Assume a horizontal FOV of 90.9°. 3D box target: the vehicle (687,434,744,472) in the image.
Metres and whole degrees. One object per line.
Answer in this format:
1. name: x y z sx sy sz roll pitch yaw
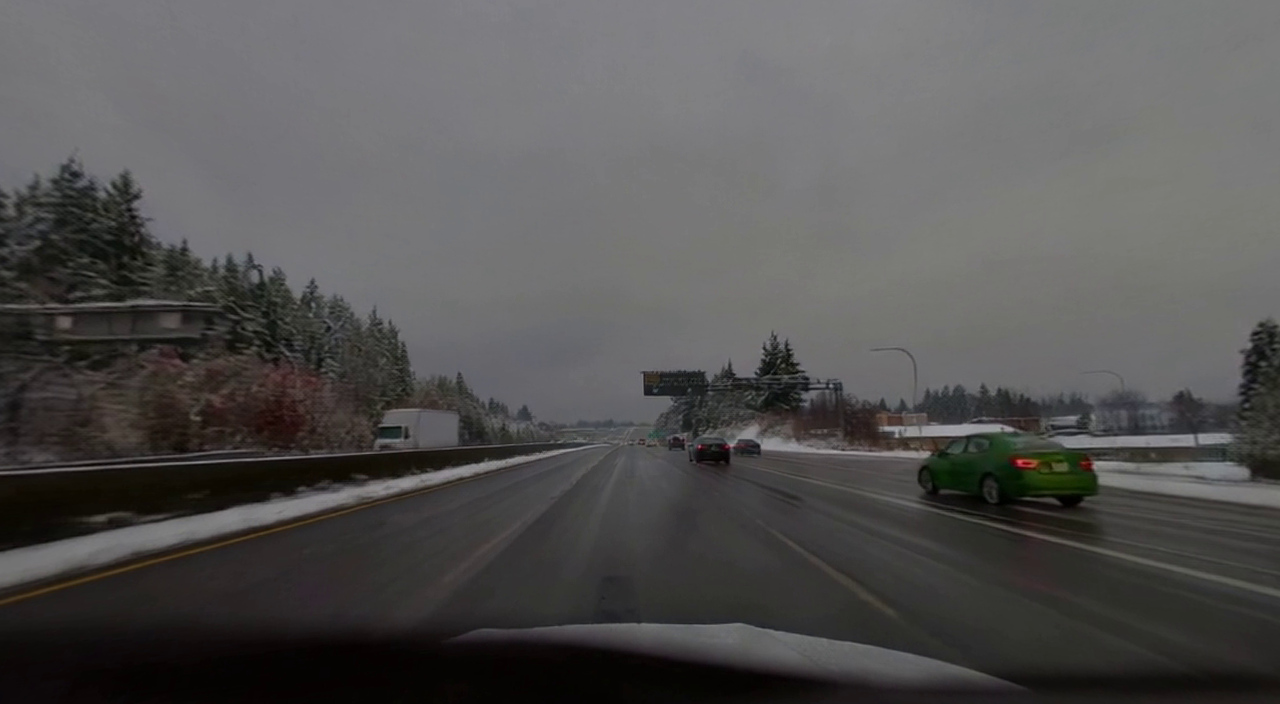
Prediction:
1. vehicle: 3.180 4.311 27.219 1.819 1.468 3.770 0 -8 -2

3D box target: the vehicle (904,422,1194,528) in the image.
1. vehicle: 7.050 2.129 11.749 2.003 1.522 4.940 0 -8 -1

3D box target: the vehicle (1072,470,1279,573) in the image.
1. vehicle: 7.181 1.996 7.857 1.535 0.862 2.814 0 -8 -2
